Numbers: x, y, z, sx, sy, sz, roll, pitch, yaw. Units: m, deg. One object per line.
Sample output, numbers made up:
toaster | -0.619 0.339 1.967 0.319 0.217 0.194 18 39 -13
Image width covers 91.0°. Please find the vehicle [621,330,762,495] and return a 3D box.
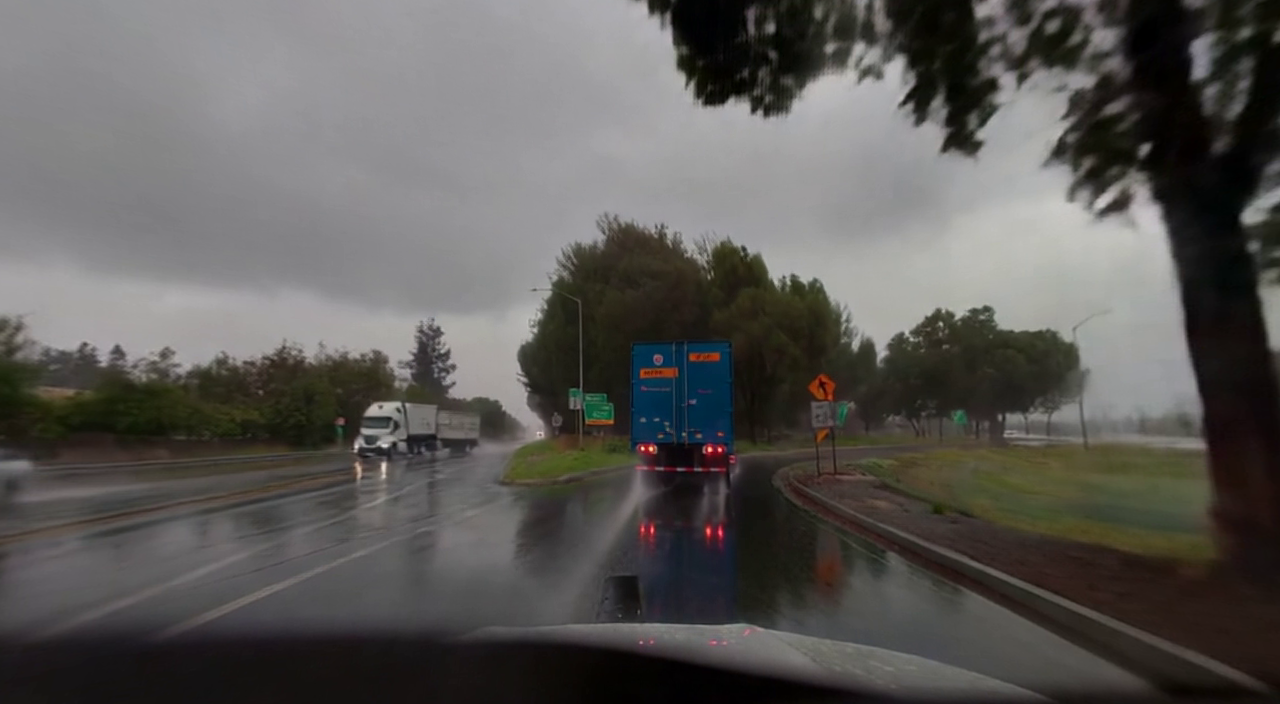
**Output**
vehicle | 1.983 1.984 18.762 2.937 3.647 9.344 -2 -8 12

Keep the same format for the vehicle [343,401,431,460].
vehicle | -17.002 5.392 42.876 3.008 3.708 6.125 -1 -8 5
